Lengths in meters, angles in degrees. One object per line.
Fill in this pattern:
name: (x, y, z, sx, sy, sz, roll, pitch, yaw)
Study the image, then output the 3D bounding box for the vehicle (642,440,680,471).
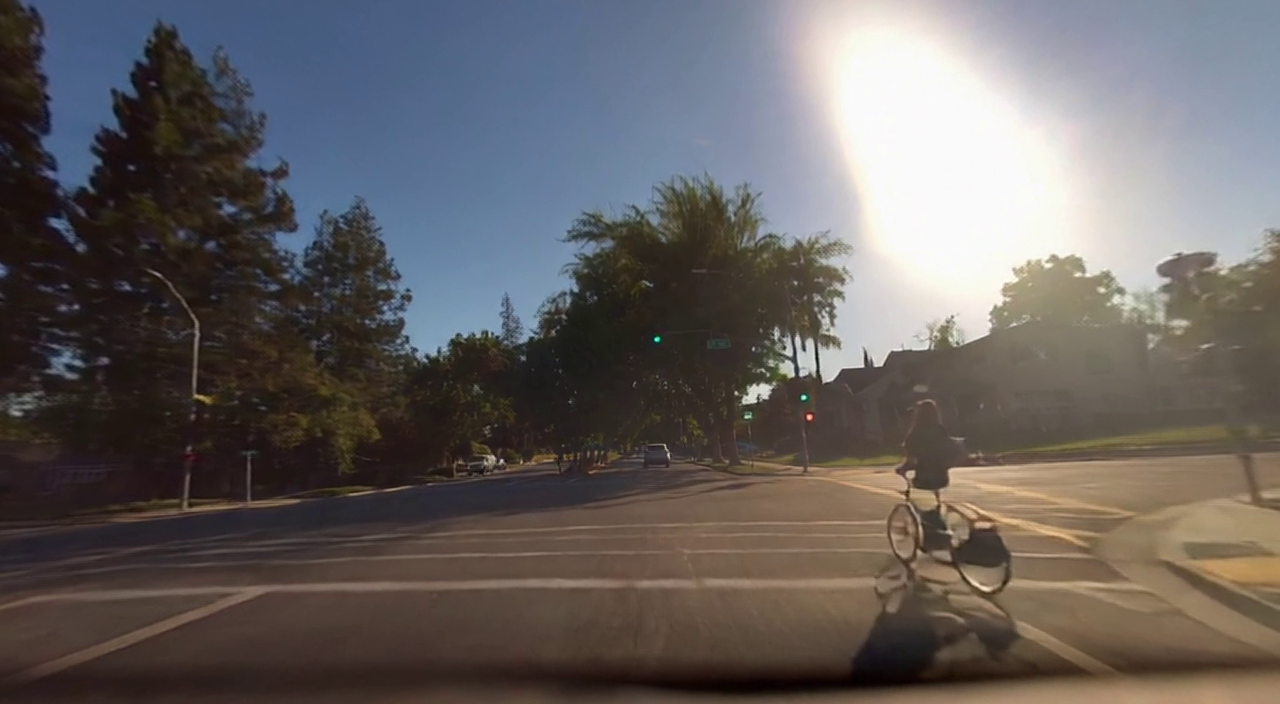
vehicle: (1.328, 6.490, 39.769, 2.215, 1.799, 4.426, -1, -9, 2)

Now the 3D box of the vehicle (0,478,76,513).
vehicle: (-31.785, 7.298, 32.242, 1.816, 1.475, 4.497, 0, -9, 0)
